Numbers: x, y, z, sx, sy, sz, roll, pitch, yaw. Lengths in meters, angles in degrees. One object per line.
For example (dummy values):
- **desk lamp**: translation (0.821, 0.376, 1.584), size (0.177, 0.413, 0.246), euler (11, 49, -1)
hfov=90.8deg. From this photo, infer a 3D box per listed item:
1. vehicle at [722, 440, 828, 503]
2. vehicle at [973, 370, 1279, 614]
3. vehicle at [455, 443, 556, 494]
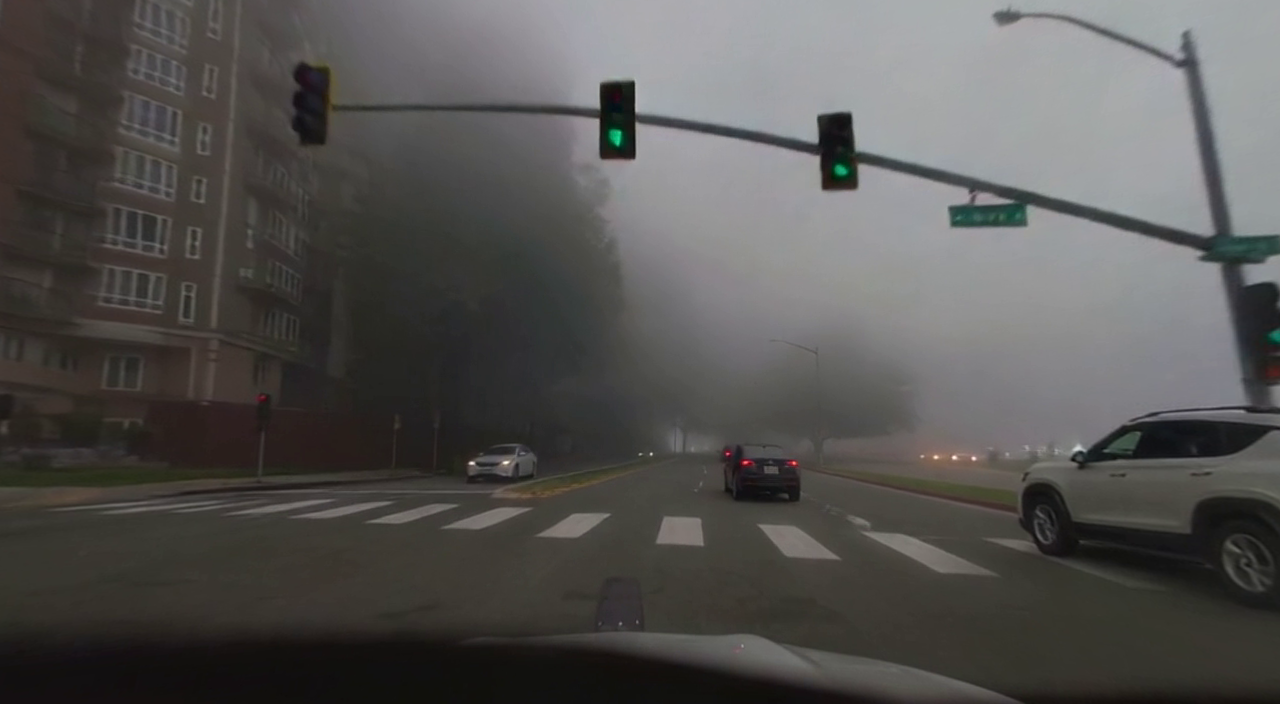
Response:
- **vehicle**: translation (3.511, 3.215, 17.380), size (2.003, 1.480, 4.494), euler (0, -9, 1)
- **vehicle**: translation (6.584, 1.463, 7.171), size (2.427, 2.017, 5.763), euler (0, -9, 0)
- **vehicle**: translation (-4.256, 3.780, 20.866), size (2.032, 1.484, 4.437), euler (-1, -9, 5)
